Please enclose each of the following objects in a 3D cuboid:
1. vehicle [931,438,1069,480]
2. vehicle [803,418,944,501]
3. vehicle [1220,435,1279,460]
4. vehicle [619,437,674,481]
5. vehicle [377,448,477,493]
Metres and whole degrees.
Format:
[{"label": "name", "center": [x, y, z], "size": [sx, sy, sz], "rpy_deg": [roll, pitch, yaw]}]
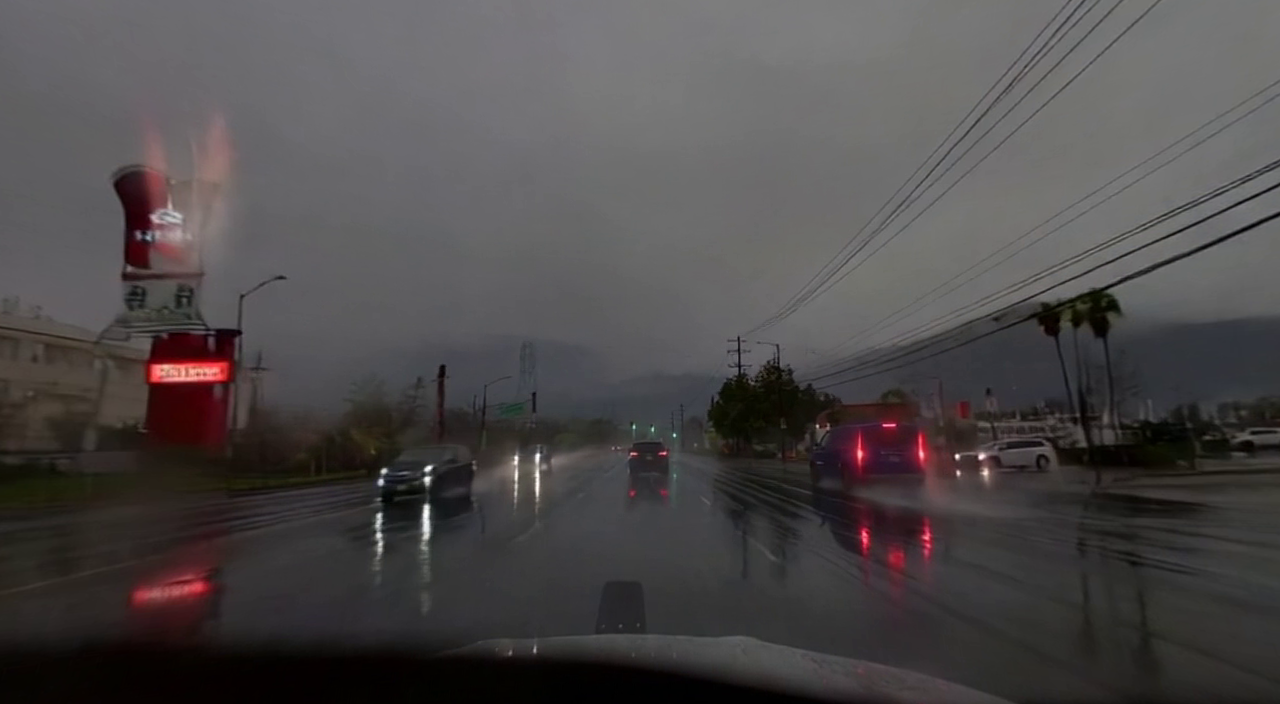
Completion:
[{"label": "vehicle", "center": [13.989, 4.205, 24.807], "size": [4.400, 1.507, 2.009], "rpy_deg": [-4, -10, 23]}, {"label": "vehicle", "center": [6.084, 2.866, 17.097], "size": [2.107, 1.928, 4.471], "rpy_deg": [0, -9, 0]}, {"label": "vehicle", "center": [41.325, 6.332, 41.764], "size": [1.779, 1.515, 4.189], "rpy_deg": [-4, -9, 3]}, {"label": "vehicle", "center": [0.244, 4.486, 26.608], "size": [2.138, 1.672, 4.168], "rpy_deg": [0, -9, 0]}, {"label": "vehicle", "center": [-7.923, 4.429, 23.974], "size": [2.004, 1.535, 4.853], "rpy_deg": [0, -9, 1]}]
